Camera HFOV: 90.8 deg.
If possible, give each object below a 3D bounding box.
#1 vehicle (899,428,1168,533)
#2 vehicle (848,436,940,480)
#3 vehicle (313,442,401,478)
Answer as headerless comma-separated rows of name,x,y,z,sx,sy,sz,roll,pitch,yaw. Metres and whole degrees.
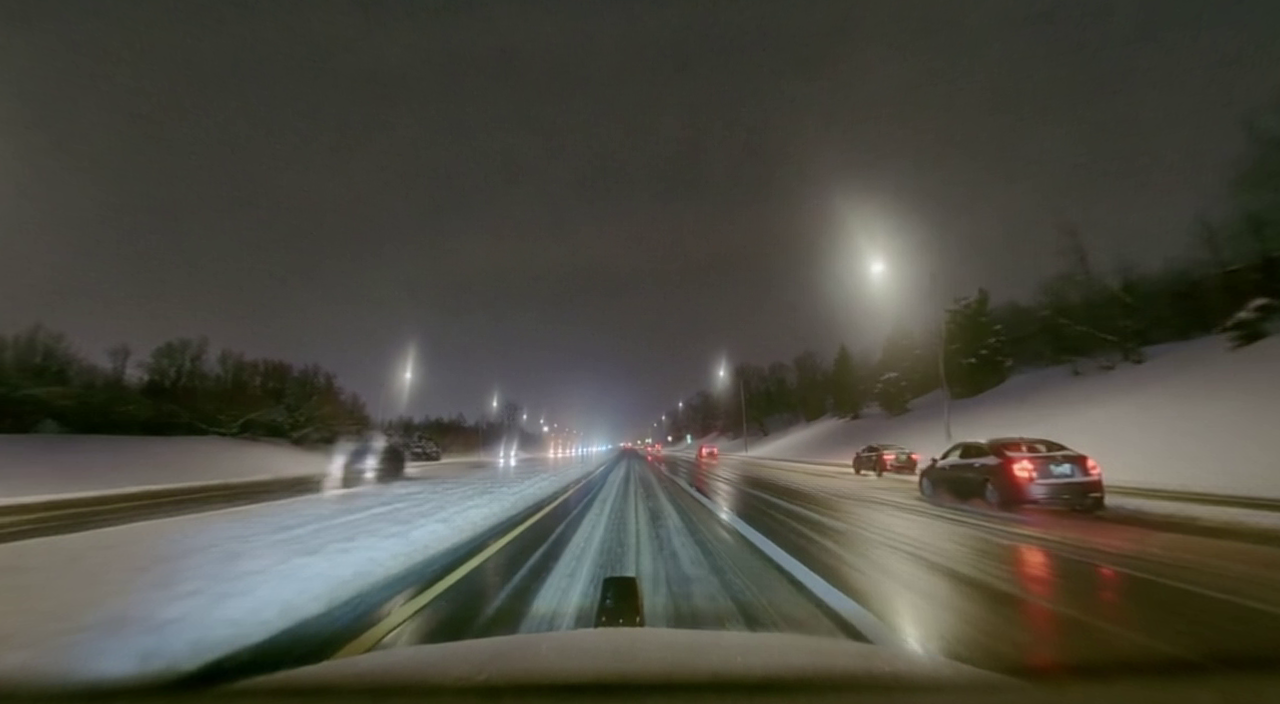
vehicle,6.875,2.274,11.858,1.901,1.548,4.684,0,-9,-2
vehicle,10.753,4.510,27.130,2.068,1.680,4.361,-1,-8,0
vehicle,-13.395,5.116,30.232,1.949,1.585,4.819,0,-8,0
